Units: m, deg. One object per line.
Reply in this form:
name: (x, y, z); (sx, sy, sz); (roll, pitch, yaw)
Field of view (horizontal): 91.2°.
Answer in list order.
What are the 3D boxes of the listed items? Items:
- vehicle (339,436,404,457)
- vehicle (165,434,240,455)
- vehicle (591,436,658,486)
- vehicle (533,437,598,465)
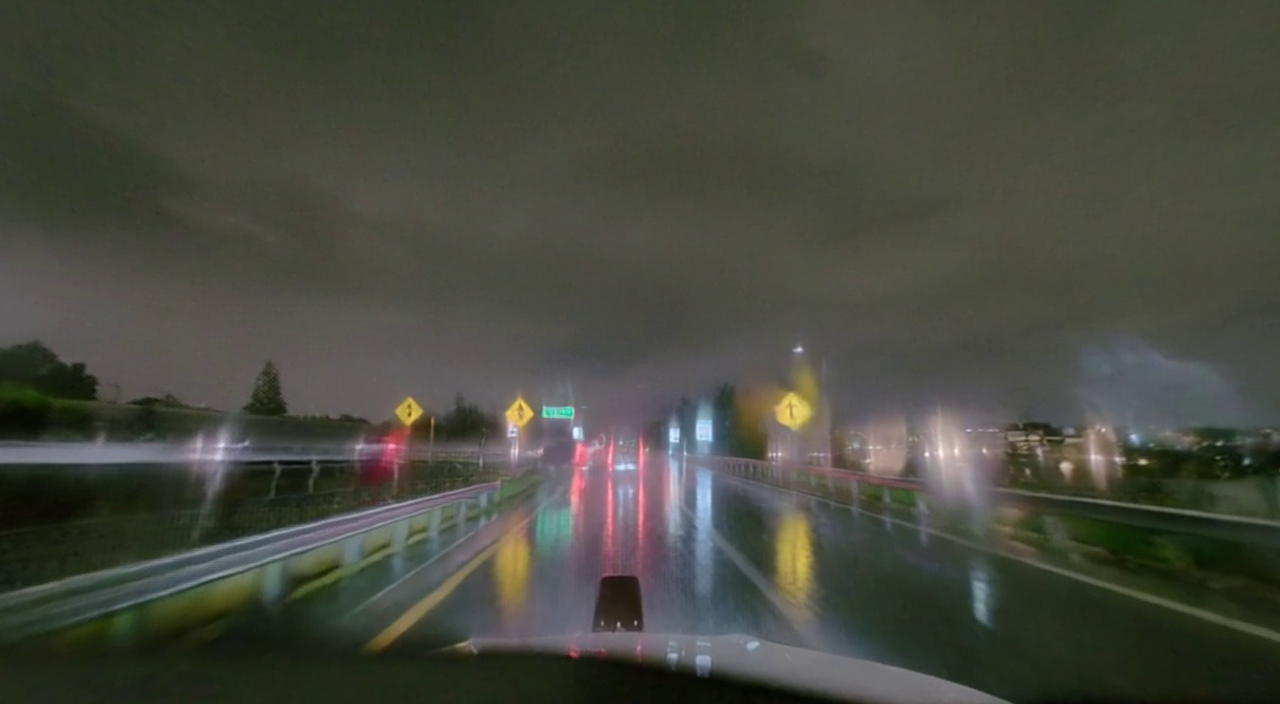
vehicle: (-19.728, 6.979, 46.067); (3.904, 1.482, 1.834); (-1, -9, 7)
vehicle: (-32.029, 6.780, 45.977); (4.005, 1.472, 1.807); (1, -9, -4)
vehicle: (-0.529, 3.612, 20.943); (2.006, 1.486, 3.950); (0, -9, -2)
vehicle: (-4.467, 5.838, 36.918); (2.018, 1.505, 4.278); (6, -11, -34)
